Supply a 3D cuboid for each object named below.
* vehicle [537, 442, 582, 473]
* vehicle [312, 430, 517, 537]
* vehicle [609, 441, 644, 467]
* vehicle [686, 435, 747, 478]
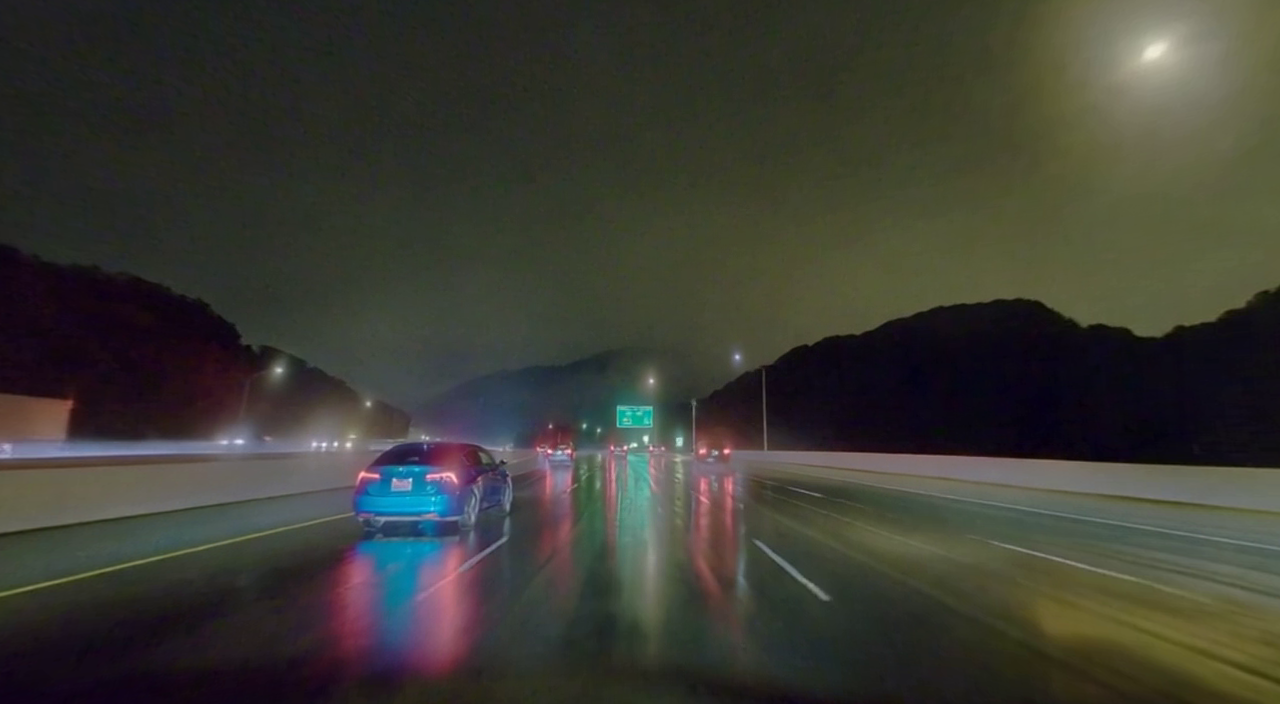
[{"bbox_3d":[-4.077,5.403,32.495,1.796,1.464,3.839,0,-9,0],"label":"vehicle"},{"bbox_3d":[-3.674,2.220,11.261,1.993,1.500,4.248,0,-9,1],"label":"vehicle"},{"bbox_3d":[-0.823,6.565,40.653,2.147,1.572,4.094,0,-9,0],"label":"vehicle"},{"bbox_3d":[3.502,4.901,29.714,2.222,1.820,4.733,0,-9,0],"label":"vehicle"}]
